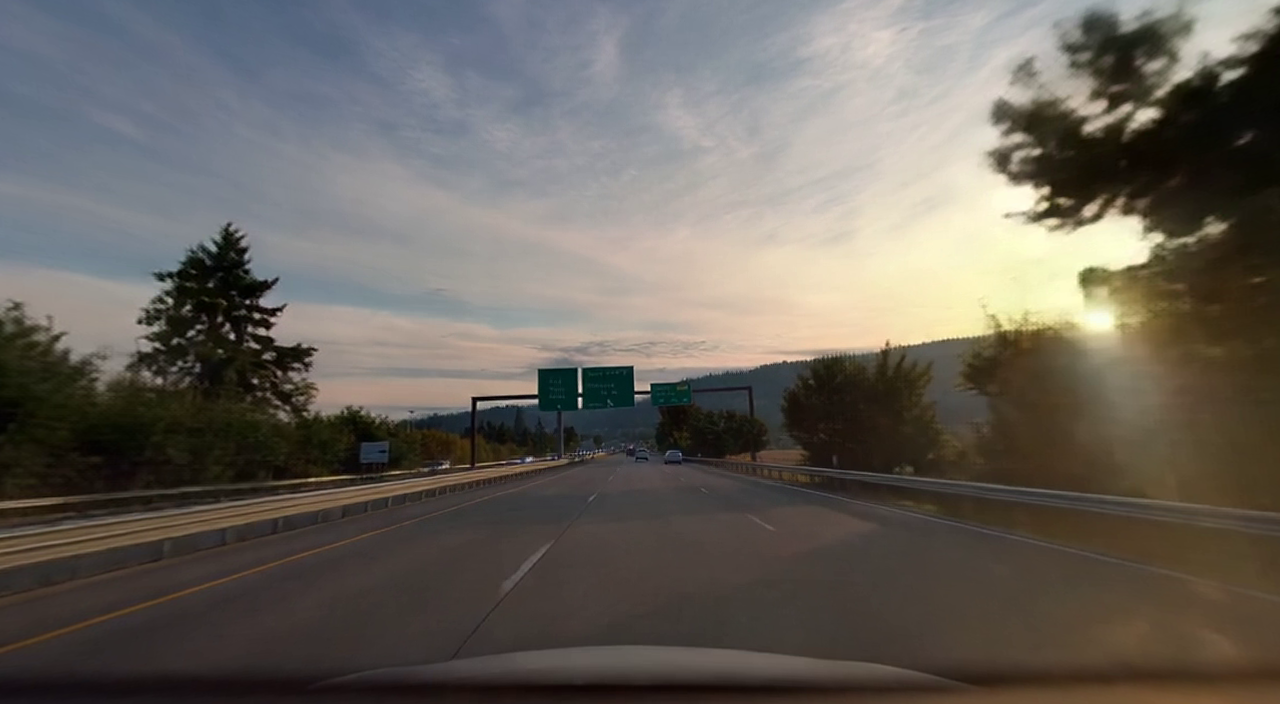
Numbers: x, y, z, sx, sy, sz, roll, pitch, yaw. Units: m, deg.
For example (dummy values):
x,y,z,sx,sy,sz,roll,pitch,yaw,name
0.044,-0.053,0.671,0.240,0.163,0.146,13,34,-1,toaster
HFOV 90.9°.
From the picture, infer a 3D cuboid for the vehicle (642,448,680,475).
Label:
x,y,z,sx,sy,sz,roll,pitch,yaw,name
1.178,6.348,36.789,2.036,1.457,3.471,0,-9,-1,vehicle
